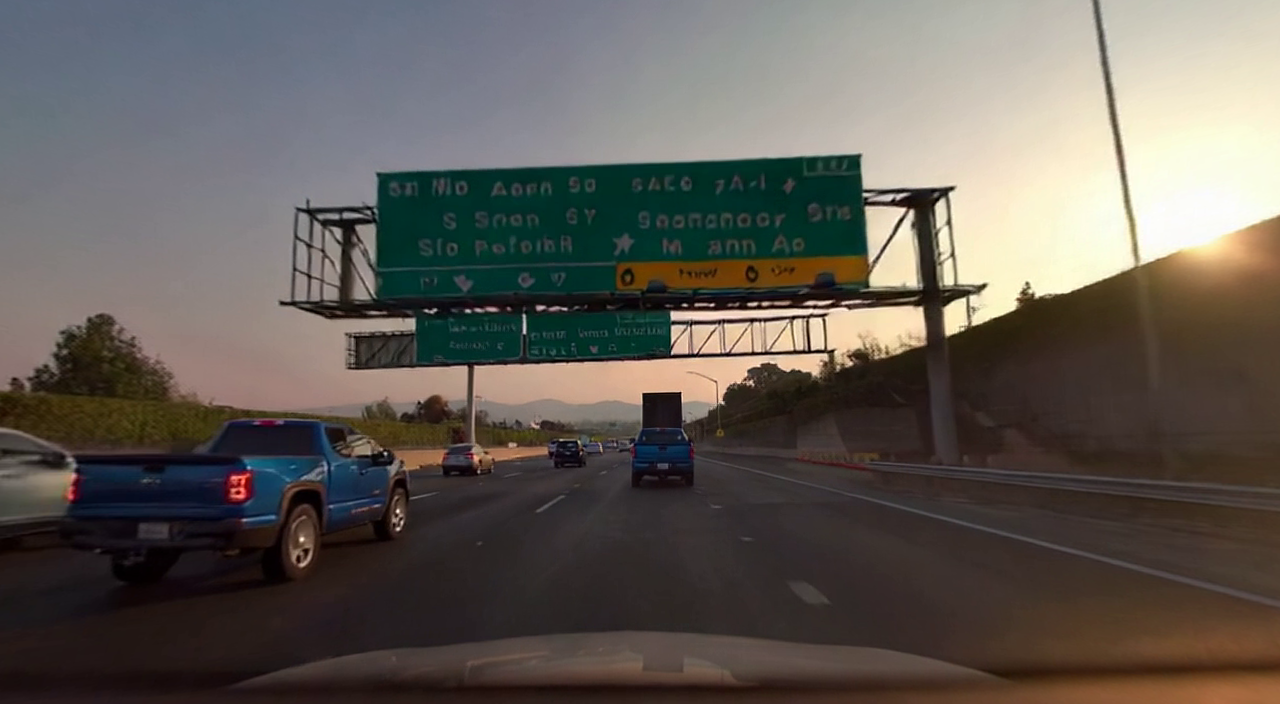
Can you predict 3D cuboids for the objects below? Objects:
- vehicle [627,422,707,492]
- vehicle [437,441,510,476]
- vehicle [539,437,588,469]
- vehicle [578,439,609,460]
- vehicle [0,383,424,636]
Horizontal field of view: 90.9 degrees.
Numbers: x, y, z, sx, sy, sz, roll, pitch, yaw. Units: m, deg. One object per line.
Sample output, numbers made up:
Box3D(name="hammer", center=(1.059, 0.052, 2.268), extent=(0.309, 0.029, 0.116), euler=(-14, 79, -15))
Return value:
Box3D(name="vehicle", center=(0.667, 3.090, 18.792), extent=(2.083, 1.792, 4.782), euler=(0, -8, -1))
Box3D(name="vehicle", center=(-7.642, 4.921, 29.480), extent=(2.081, 1.463, 4.749), euler=(0, -8, 1))
Box3D(name="vehicle", center=(-4.064, 5.475, 34.220), extent=(1.961, 1.591, 4.756), euler=(-1, -8, 2))
Box3D(name="vehicle", center=(-3.602, 7.709, 49.946), extent=(2.061, 1.584, 4.290), euler=(0, -8, 1))
Box3D(name="vehicle", center=(-4.357, 1.503, 7.148), extent=(1.954, 1.792, 5.187), euler=(0, -8, 0))
